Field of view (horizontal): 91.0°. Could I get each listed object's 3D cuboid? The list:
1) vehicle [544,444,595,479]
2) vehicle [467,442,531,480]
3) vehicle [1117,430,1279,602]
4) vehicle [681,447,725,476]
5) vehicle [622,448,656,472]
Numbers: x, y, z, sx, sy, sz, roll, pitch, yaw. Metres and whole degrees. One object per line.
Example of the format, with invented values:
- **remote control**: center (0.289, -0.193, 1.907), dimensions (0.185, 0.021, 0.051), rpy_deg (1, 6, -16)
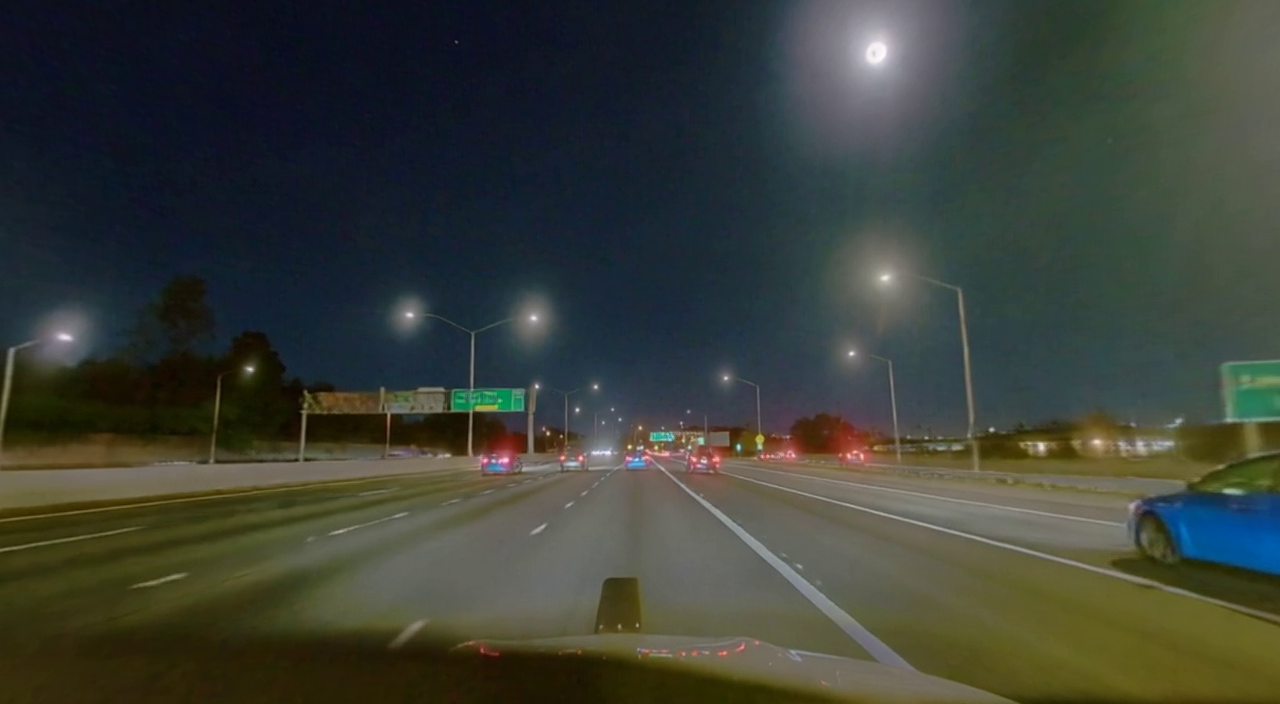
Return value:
- **vehicle**: center (-3.578, 5.616, 32.689), dimensions (2.091, 1.664, 4.157), rpy_deg (0, -9, 1)
- **vehicle**: center (-6.906, 5.346, 31.291), dimensions (2.112, 1.721, 4.381), rpy_deg (0, -9, 1)
- **vehicle**: center (6.938, 1.479, 5.512), dimensions (1.981, 1.587, 4.519), rpy_deg (0, -9, 0)
- **vehicle**: center (3.625, 6.380, 36.939), dimensions (2.077, 1.527, 4.553), rpy_deg (0, -9, -1)
- **vehicle**: center (-0.069, 7.270, 42.627), dimensions (2.166, 1.496, 4.158), rpy_deg (0, -9, 0)
